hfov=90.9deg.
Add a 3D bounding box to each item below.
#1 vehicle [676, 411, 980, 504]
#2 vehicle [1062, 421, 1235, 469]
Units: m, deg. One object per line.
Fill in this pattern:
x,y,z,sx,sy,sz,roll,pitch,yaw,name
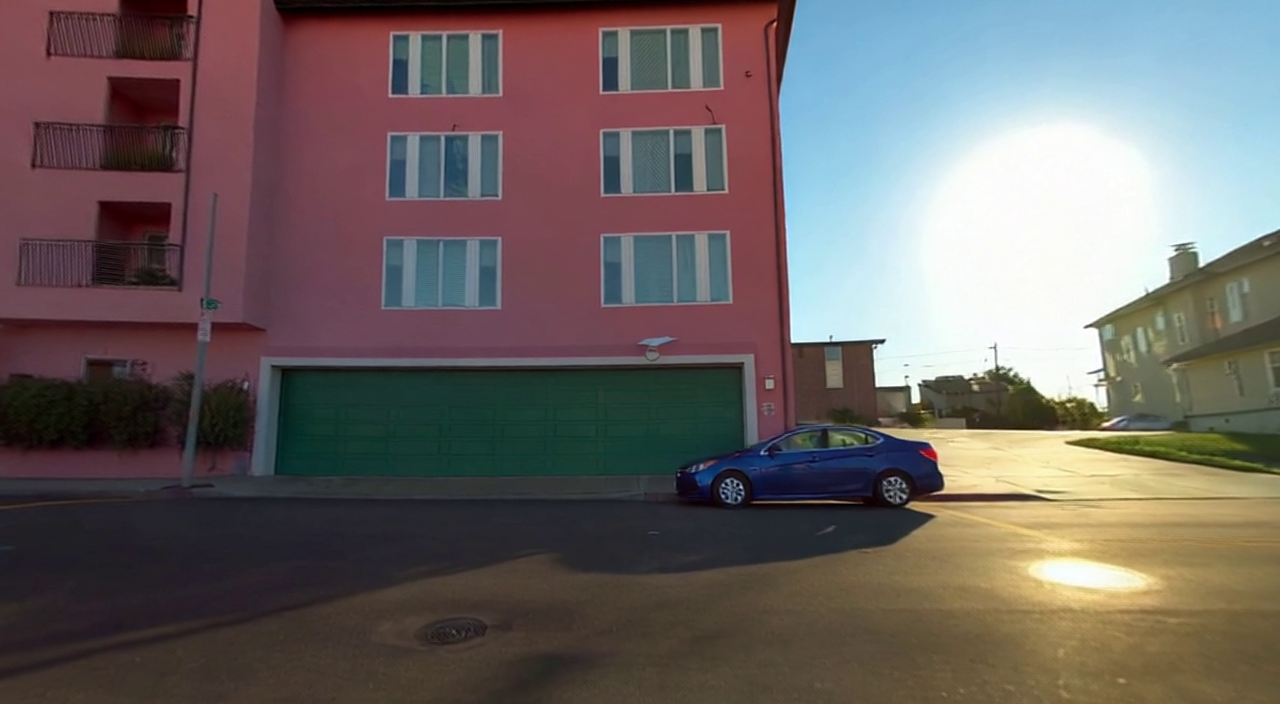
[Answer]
2.994,1.807,10.935,4.697,1.444,1.825,0,-9,2,vehicle
16.761,3.093,20.967,3.905,1.475,2.057,0,-8,2,vehicle
